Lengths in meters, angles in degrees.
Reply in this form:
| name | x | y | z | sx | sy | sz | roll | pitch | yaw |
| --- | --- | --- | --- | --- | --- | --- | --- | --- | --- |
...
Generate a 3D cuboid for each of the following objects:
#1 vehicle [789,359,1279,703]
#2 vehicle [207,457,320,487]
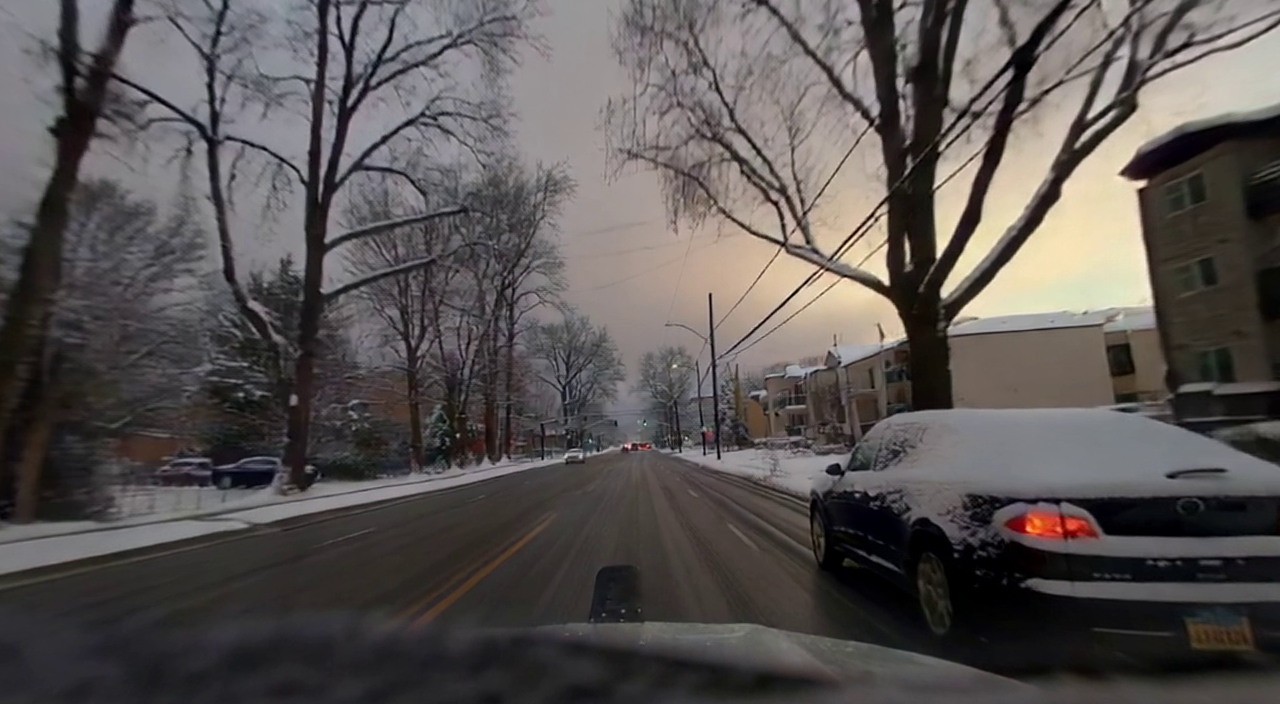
| name | x | y | z | sx | sy | sz | roll | pitch | yaw |
| --- | --- | --- | --- | --- | --- | --- | --- | --- | --- |
| vehicle | 3.024 | 1.283 | 5.373 | 2.224 | 1.791 | 4.834 | 0 | -9 | -1 |
| vehicle | -19.528 | 6.217 | 32.923 | 4.610 | 1.463 | 1.841 | 1 | -9 | -6 |
